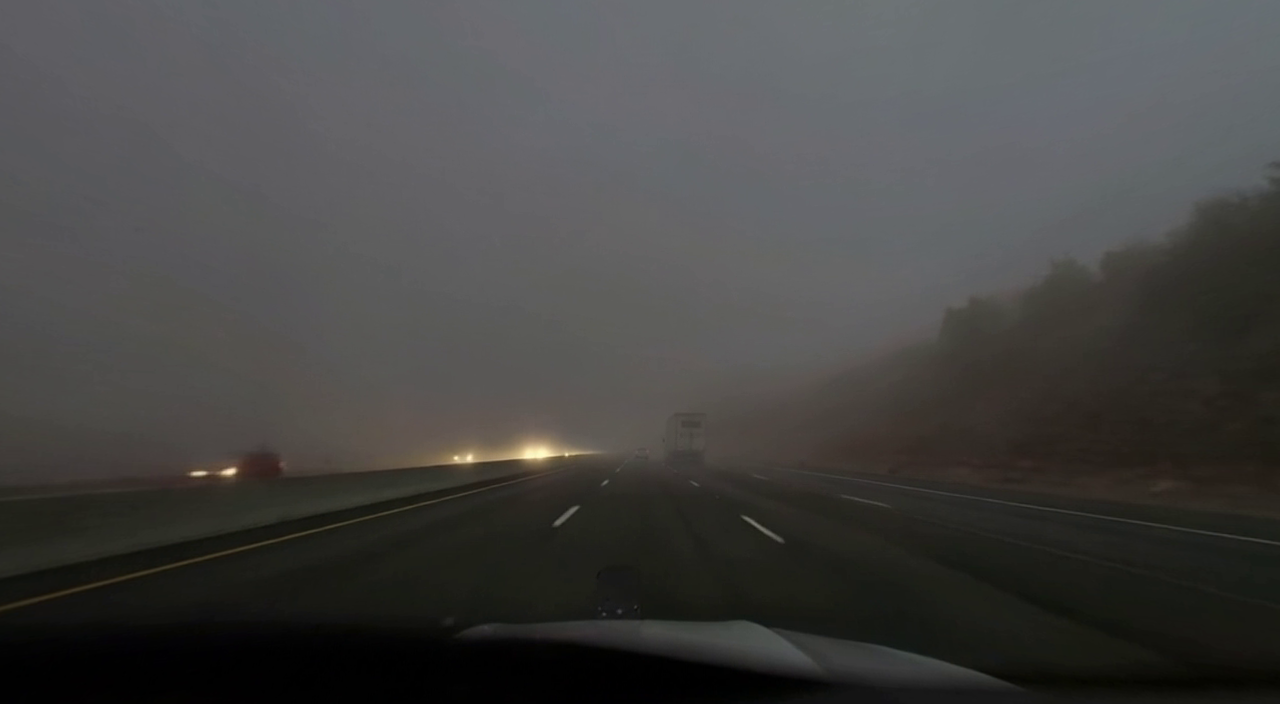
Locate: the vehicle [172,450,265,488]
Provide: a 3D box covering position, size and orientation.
[{"bbox_3d":[-20.867,5.785,31.401,1.834,1.721,3.888,0,-9,1],"label":"vehicle"}]
